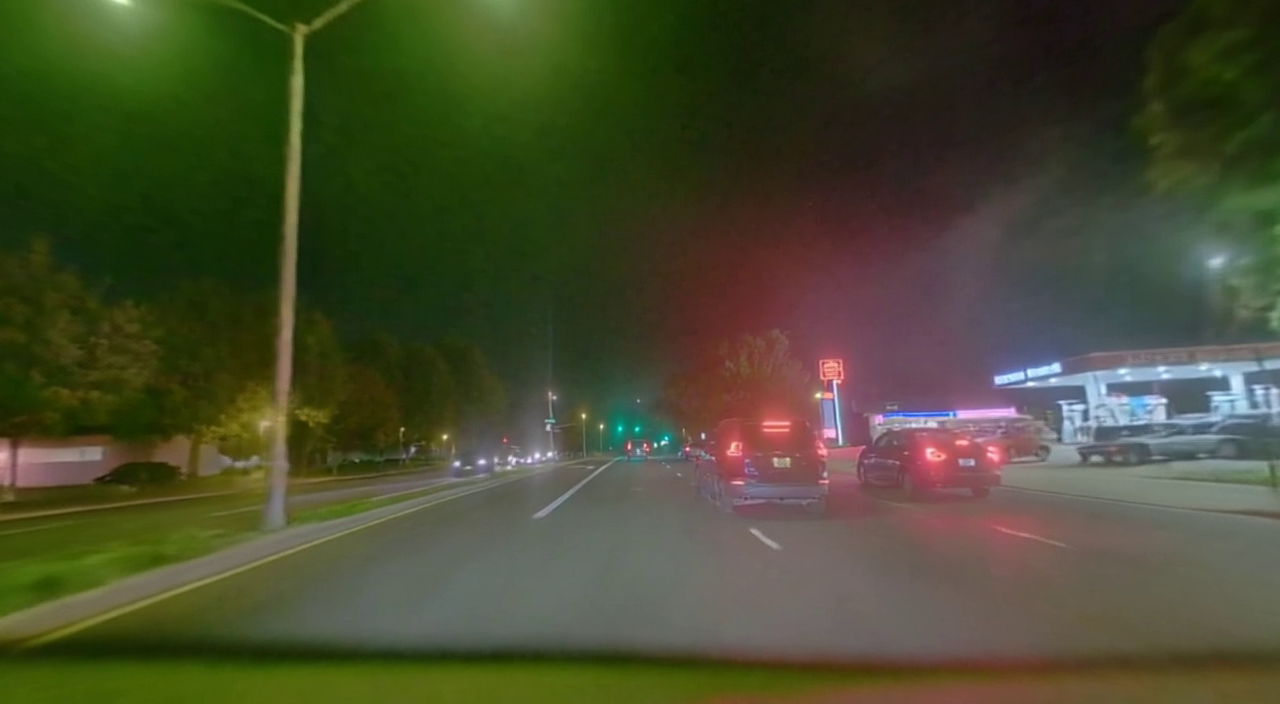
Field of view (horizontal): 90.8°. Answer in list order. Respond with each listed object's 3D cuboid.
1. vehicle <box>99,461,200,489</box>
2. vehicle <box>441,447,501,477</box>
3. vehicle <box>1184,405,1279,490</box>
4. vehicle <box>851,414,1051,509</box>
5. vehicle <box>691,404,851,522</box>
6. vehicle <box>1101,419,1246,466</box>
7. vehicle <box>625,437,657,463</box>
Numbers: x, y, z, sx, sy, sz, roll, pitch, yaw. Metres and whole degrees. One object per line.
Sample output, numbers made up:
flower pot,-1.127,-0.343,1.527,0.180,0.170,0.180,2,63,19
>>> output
vehicle,-29.100,7.292,37.574,4.435,1.507,1.926,-1,-8,1
vehicle,-9.201,5.988,34.801,1.978,1.470,4.711,-1,-8,0
vehicle,15.688,2.421,16.233,2.059,1.882,4.816,-9,-12,44
vehicle,6.676,2.413,14.360,2.025,1.765,4.729,0,-8,-1
vehicle,2.370,2.188,12.963,2.038,1.917,4.900,0,-8,-2
vehicle,20.895,3.573,25.035,1.930,1.685,4.378,-1,-8,1
vehicle,0.037,6.914,44.716,2.101,1.707,3.904,-1,-8,-1
